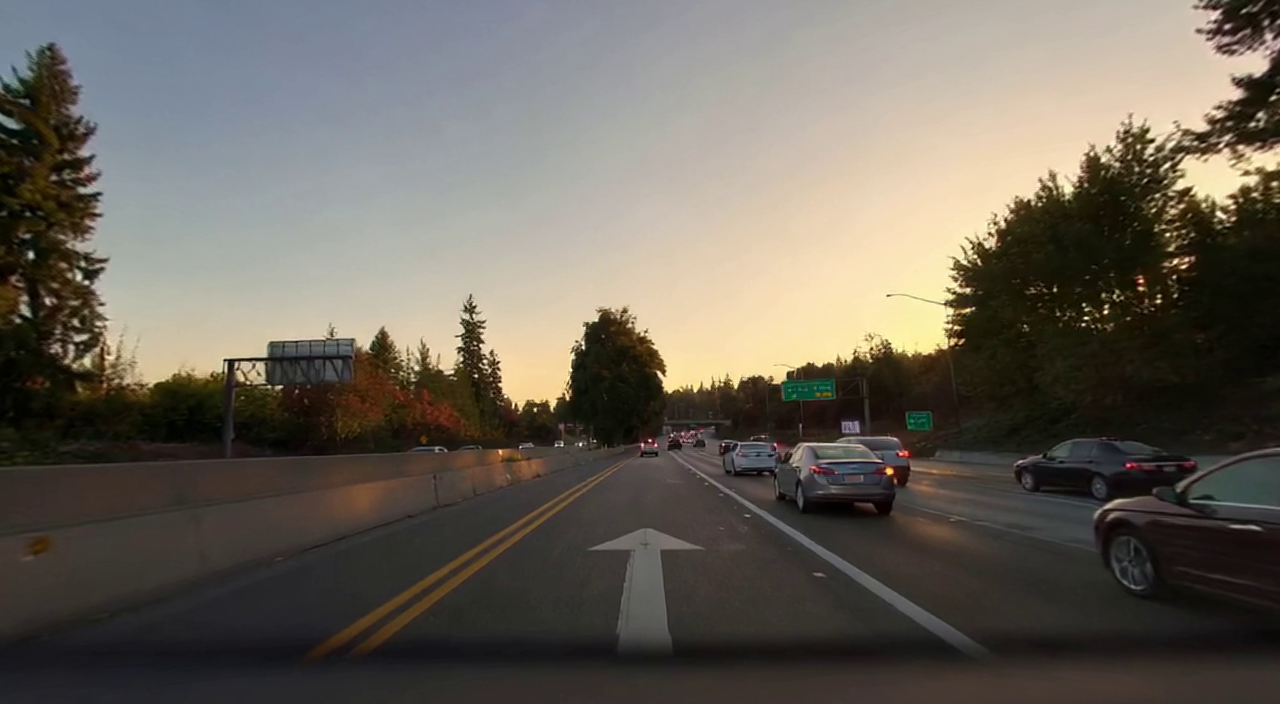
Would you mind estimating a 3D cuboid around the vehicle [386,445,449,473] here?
[{"bbox_3d":[-12.944,6.242,37.009,1.902,1.474,4.752,0,-8,1],"label":"vehicle"}]

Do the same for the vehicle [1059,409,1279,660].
[{"bbox_3d":[5.028,1.052,3.403,2.143,1.516,4.533,1,-8,-5],"label":"vehicle"}]

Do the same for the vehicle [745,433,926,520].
[{"bbox_3d":[3.707,2.445,13.042,2.198,1.467,4.675,0,-8,-1],"label":"vehicle"}]
